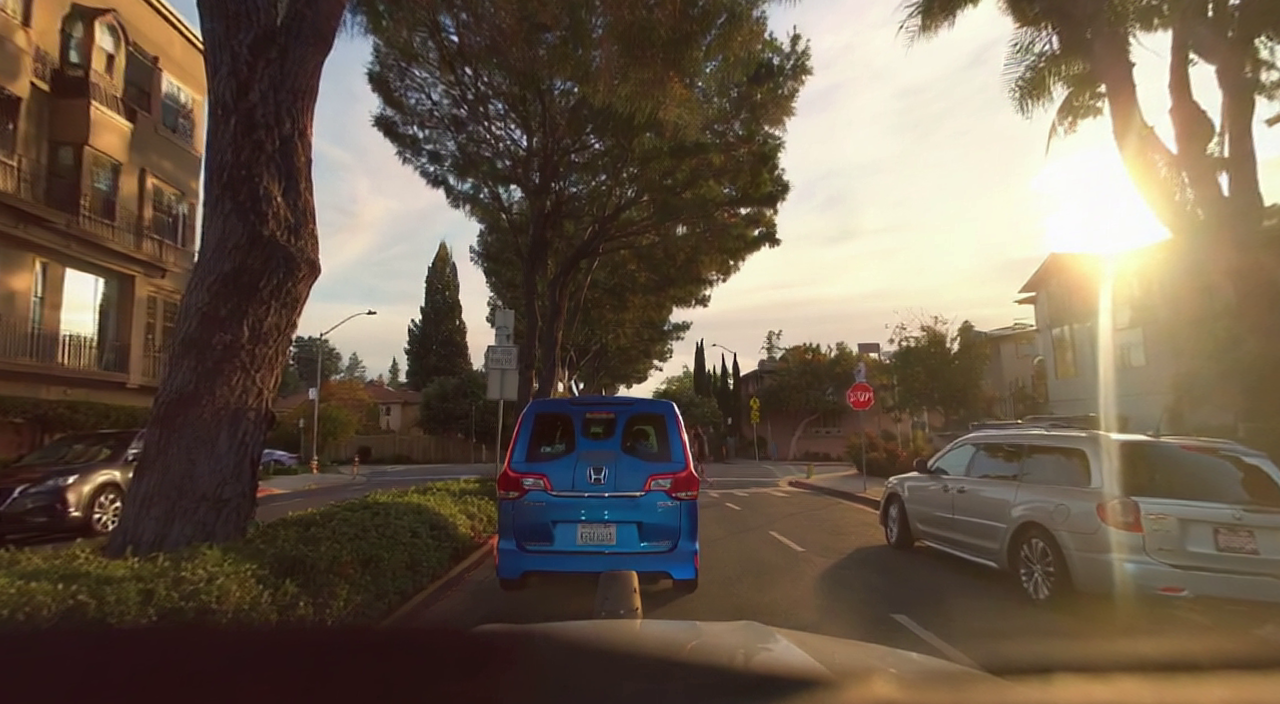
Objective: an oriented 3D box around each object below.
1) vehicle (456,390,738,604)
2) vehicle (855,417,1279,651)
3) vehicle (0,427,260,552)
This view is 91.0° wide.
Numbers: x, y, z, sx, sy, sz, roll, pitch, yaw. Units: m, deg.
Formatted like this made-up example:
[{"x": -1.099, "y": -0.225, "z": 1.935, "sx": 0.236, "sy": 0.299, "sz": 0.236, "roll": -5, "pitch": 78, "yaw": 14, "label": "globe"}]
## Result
[{"x": -0.370, "y": 1.569, "z": 7.720, "sx": 2.377, "sy": 1.787, "sz": 4.652, "roll": 0, "pitch": -8, "yaw": 0, "label": "vehicle"}, {"x": 4.218, "y": 1.680, "z": 6.906, "sx": 1.959, "sy": 1.581, "sz": 4.731, "roll": 4, "pitch": -9, "yaw": -2, "label": "vehicle"}, {"x": -8.292, "y": 2.019, "z": 10.053, "sx": 1.825, "sy": 1.532, "sz": 4.083, "roll": -3, "pitch": -7, "yaw": 2, "label": "vehicle"}]
